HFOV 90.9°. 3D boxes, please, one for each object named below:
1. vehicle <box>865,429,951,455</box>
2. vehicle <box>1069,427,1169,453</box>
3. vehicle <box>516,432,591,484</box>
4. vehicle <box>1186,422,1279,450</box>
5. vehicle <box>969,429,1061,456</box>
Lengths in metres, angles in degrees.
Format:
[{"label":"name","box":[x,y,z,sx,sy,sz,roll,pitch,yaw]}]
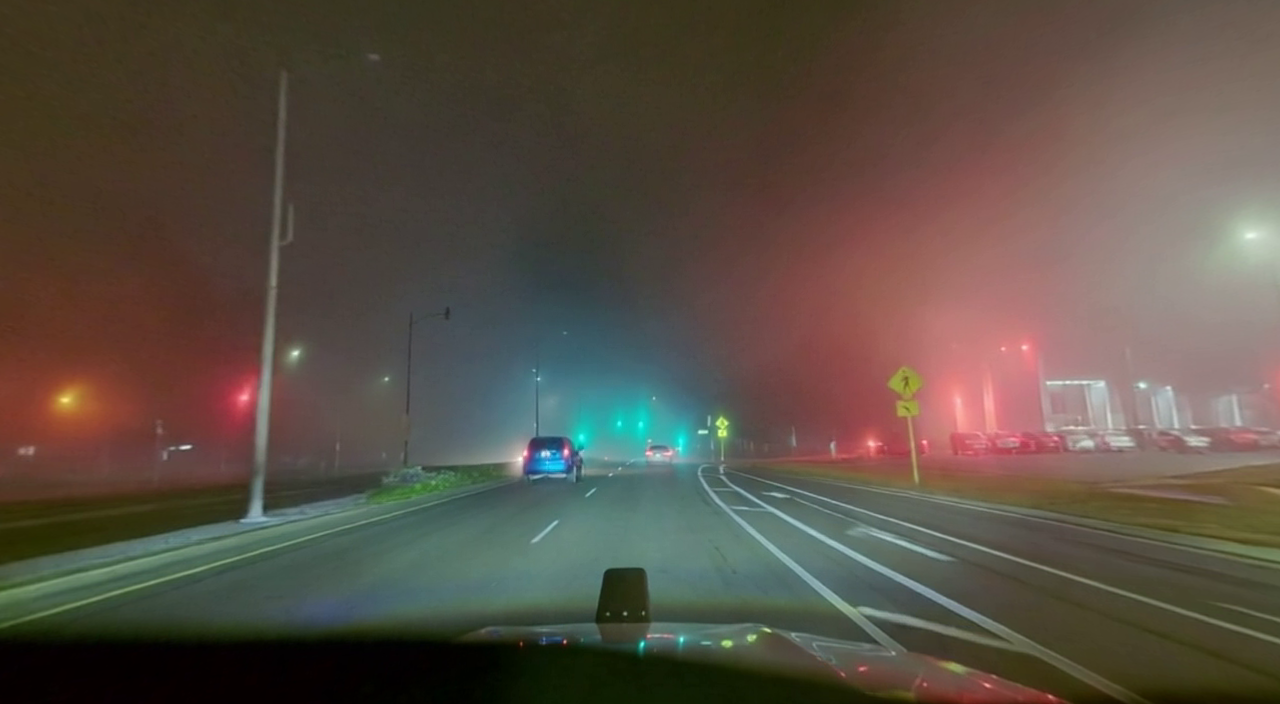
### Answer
[{"label":"vehicle","box":[20.515,6.926,48.349,5.571,1.931,2.145,0,-8,0]},{"label":"vehicle","box":[29.040,5.392,38.324,4.479,1.470,1.823,-1,-9,2]},{"label":"vehicle","box":[-3.253,4.090,24.628,2.150,1.812,4.423,0,-8,2]},{"label":"vehicle","box":[36.416,5.151,38.763,4.045,1.426,1.701,-2,-4,1]},{"label":"vehicle","box":[22.768,5.517,38.389,4.325,1.534,1.876,0,-8,0]}]
